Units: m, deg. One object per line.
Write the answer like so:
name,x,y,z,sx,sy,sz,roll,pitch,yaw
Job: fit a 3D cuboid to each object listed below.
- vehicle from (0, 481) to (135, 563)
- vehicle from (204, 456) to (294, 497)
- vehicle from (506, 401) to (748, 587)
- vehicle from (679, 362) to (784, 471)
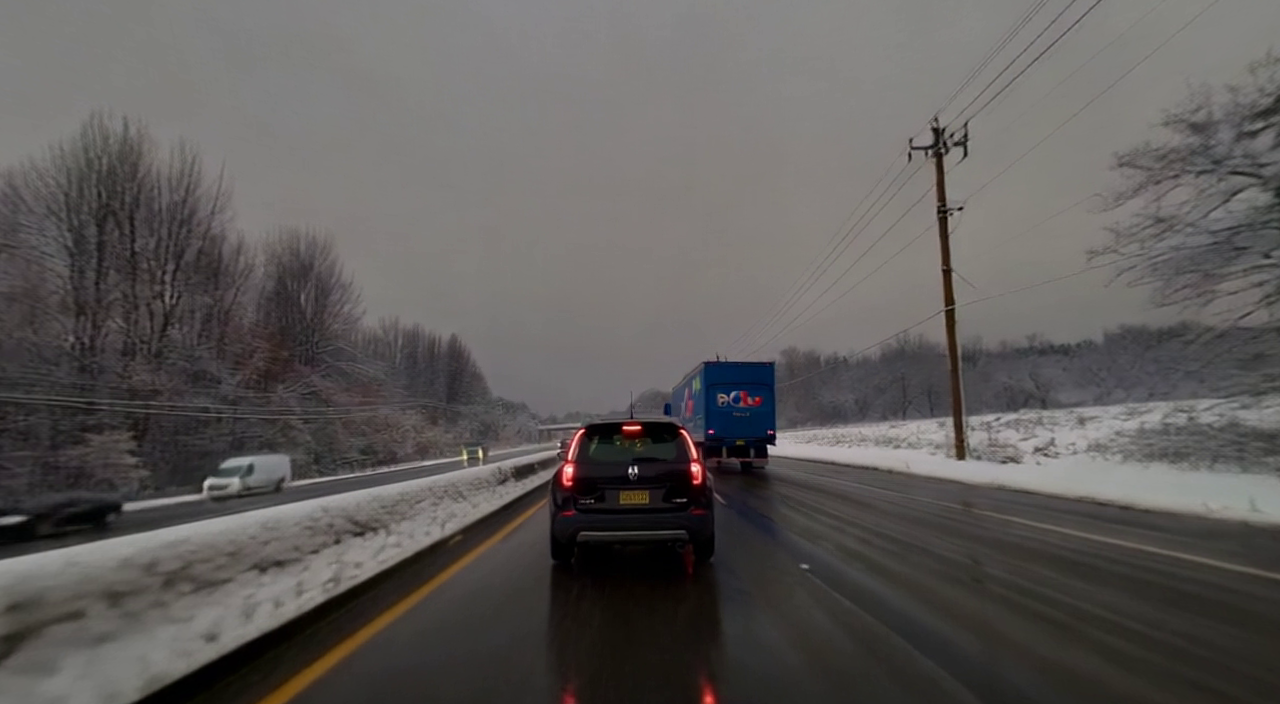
vehicle,-15.261,4.193,15.903,1.770,1.521,4.077,1,-8,-4
vehicle,-21.264,6.744,34.456,2.081,1.900,4.823,0,-8,-4
vehicle,-0.150,1.481,7.412,2.062,1.581,3.914,0,-8,-1
vehicle,3.559,2.899,26.977,2.835,3.872,8.916,0,-8,-2
